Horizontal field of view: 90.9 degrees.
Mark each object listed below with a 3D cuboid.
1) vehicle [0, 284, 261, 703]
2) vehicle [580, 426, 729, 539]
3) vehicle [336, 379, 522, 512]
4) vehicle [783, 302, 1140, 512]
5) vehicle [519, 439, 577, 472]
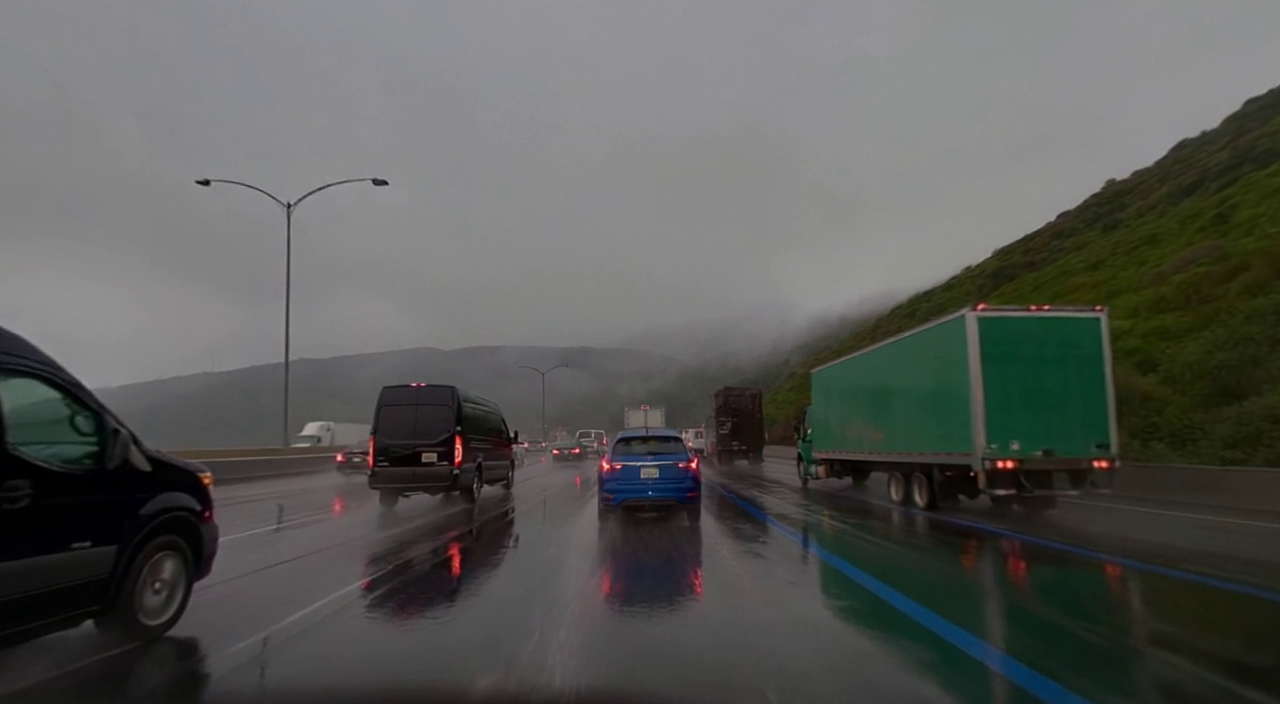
[{"bbox_3d":[-4.256,0.622,2.403,2.195,2.086,5.445,0,-8,0],"label":"vehicle"},{"bbox_3d":[0.153,2.051,10.506,2.003,1.499,3.930,0,-8,-1],"label":"vehicle"},{"bbox_3d":[-4.561,2.194,14.923,2.300,2.522,5.701,-1,-8,1],"label":"vehicle"},{"bbox_3d":[7.226,1.798,17.288,2.977,3.878,11.111,0,-8,-6],"label":"vehicle"},{"bbox_3d":[-4.298,4.922,30.231,2.007,1.457,4.447,-1,-8,1],"label":"vehicle"}]
